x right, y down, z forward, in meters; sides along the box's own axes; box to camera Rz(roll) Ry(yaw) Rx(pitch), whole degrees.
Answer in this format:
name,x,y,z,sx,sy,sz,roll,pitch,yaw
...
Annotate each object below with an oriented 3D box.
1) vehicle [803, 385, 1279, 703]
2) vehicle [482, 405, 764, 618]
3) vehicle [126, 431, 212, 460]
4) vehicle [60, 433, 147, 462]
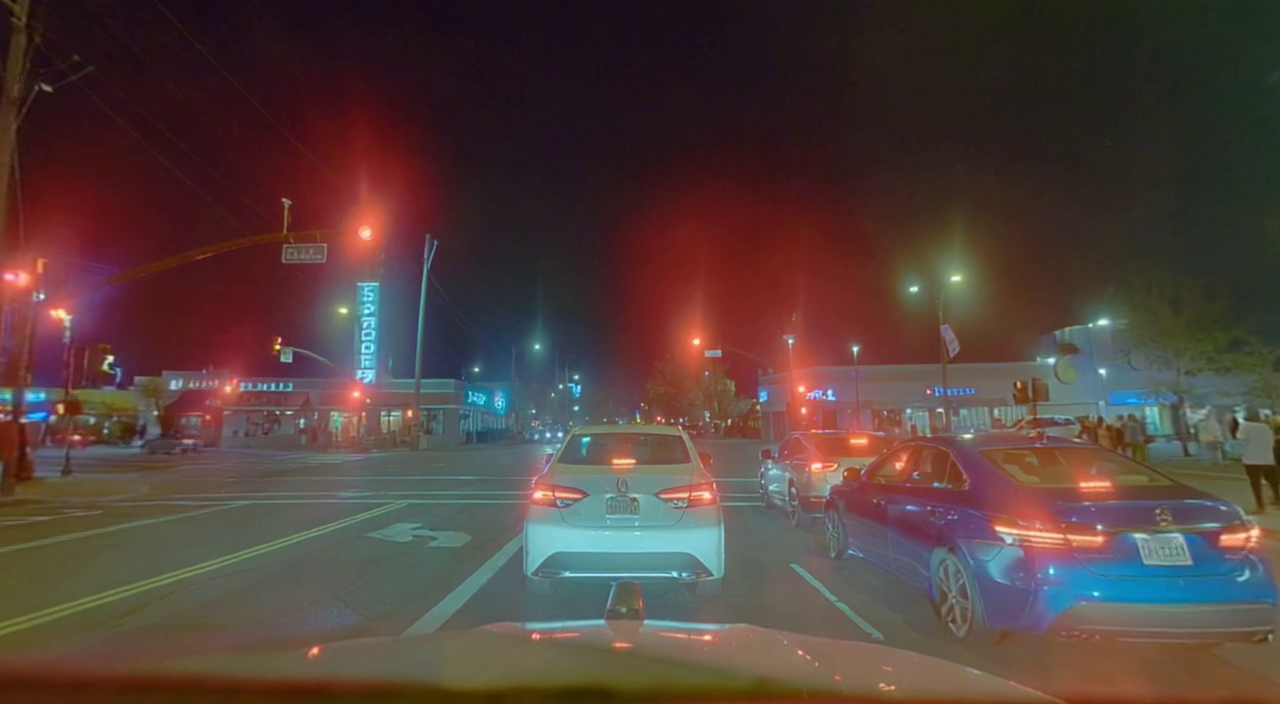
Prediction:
name,x,y,z,sx,sy,sz,roll,pitch,yaw
vehicle,3.037,1.313,5.447,1.983,1.654,4.354,0,-8,-1
vehicle,-0.134,1.548,7.186,2.123,1.589,4.702,0,-8,0
vehicle,-30.105,5.984,40.369,5.003,1.799,2.066,-4,-9,23
vehicle,-31.039,5.524,36.539,4.253,1.570,2.132,-4,-9,25
